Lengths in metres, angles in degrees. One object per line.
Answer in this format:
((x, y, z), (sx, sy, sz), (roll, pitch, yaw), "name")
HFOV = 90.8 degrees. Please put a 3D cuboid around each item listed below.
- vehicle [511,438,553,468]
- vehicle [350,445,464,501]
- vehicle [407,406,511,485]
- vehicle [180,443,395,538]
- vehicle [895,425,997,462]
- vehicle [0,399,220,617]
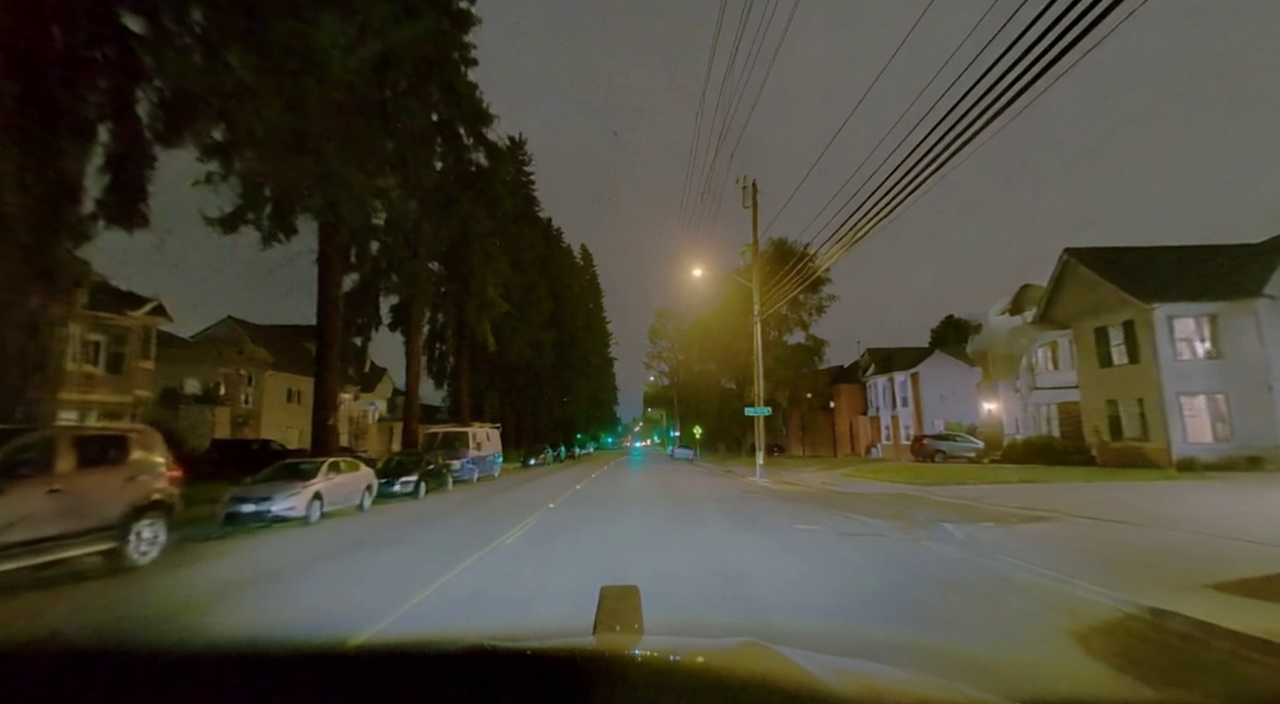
((-6.890, 6.466, 40.713), (1.963, 1.820, 4.297), (0, -8, -1), "vehicle")
((-6.763, 3.541, 18.841), (1.846, 1.427, 4.260), (-1, -9, -1), "vehicle")
((-6.905, 3.738, 24.997), (2.439, 2.724, 5.647), (0, -9, 0), "vehicle")
((-6.527, 2.571, 12.374), (1.858, 1.476, 4.262), (-1, -9, -2), "vehicle")
((15.929, 4.827, 33.035), (4.275, 1.645, 1.874), (-3, -10, 1), "vehicle")
((-6.429, 1.433, 5.849), (1.941, 1.832, 4.666), (-2, -9, -1), "vehicle")
